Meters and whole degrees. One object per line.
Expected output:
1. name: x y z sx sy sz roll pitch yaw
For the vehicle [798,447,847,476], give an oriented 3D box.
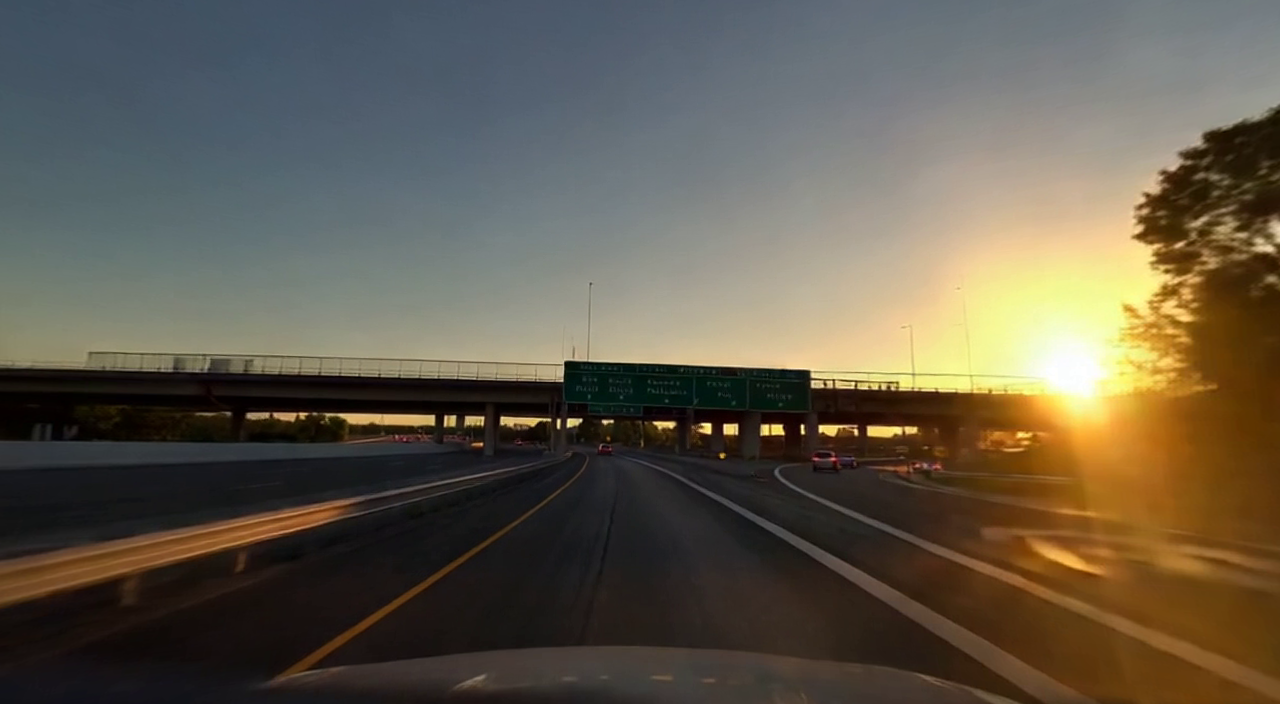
1. vehicle: 9.898 5.943 34.307 2.129 1.444 3.649 -2 -9 10
